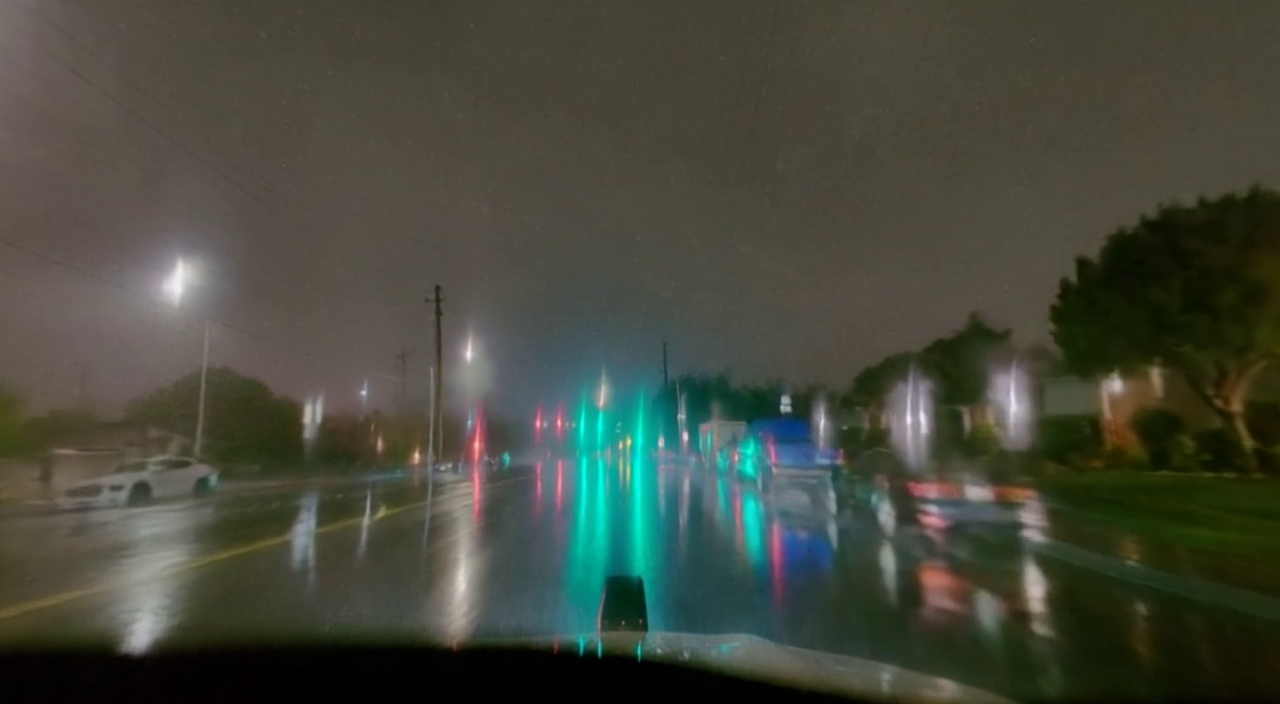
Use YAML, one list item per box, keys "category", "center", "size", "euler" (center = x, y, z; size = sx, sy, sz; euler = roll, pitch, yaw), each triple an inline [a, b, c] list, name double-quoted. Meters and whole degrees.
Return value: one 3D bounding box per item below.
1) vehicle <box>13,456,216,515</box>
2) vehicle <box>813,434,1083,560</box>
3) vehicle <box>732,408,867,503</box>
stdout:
- category: "vehicle"
  center: [-15.289, 3.855, 18.704]
  size: [1.944, 1.454, 4.581]
  euler: [0, -9, 2]
- category: "vehicle"
  center: [4.205, 2.037, 9.611]
  size: [1.804, 1.432, 4.594]
  euler: [0, -9, 0]
- category: "vehicle"
  center: [4.105, 2.827, 17.475]
  size: [2.293, 2.171, 5.871]
  euler: [0, -9, 1]
